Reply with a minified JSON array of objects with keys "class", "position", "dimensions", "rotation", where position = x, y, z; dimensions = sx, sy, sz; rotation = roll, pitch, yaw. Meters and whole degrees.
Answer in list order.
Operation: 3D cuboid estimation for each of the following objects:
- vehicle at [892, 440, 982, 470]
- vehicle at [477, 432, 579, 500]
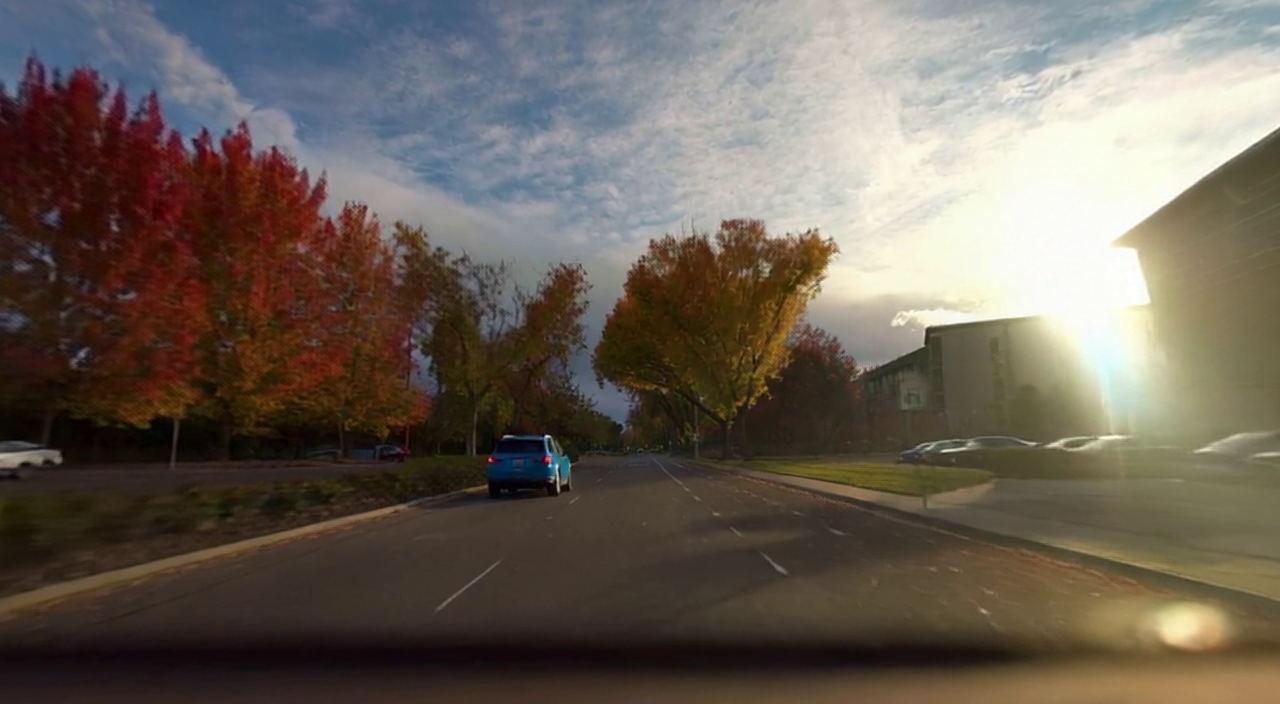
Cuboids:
[{"class":"vehicle","position":[18.102,6.305,38.540],"dimensions":[4.475,1.668,1.983],"rotation":[-1,-8,-3]},{"class":"vehicle","position":[-3.201,3.379,19.090],"dimensions":[2.112,1.779,4.489],"rotation":[0,-9,2]}]
